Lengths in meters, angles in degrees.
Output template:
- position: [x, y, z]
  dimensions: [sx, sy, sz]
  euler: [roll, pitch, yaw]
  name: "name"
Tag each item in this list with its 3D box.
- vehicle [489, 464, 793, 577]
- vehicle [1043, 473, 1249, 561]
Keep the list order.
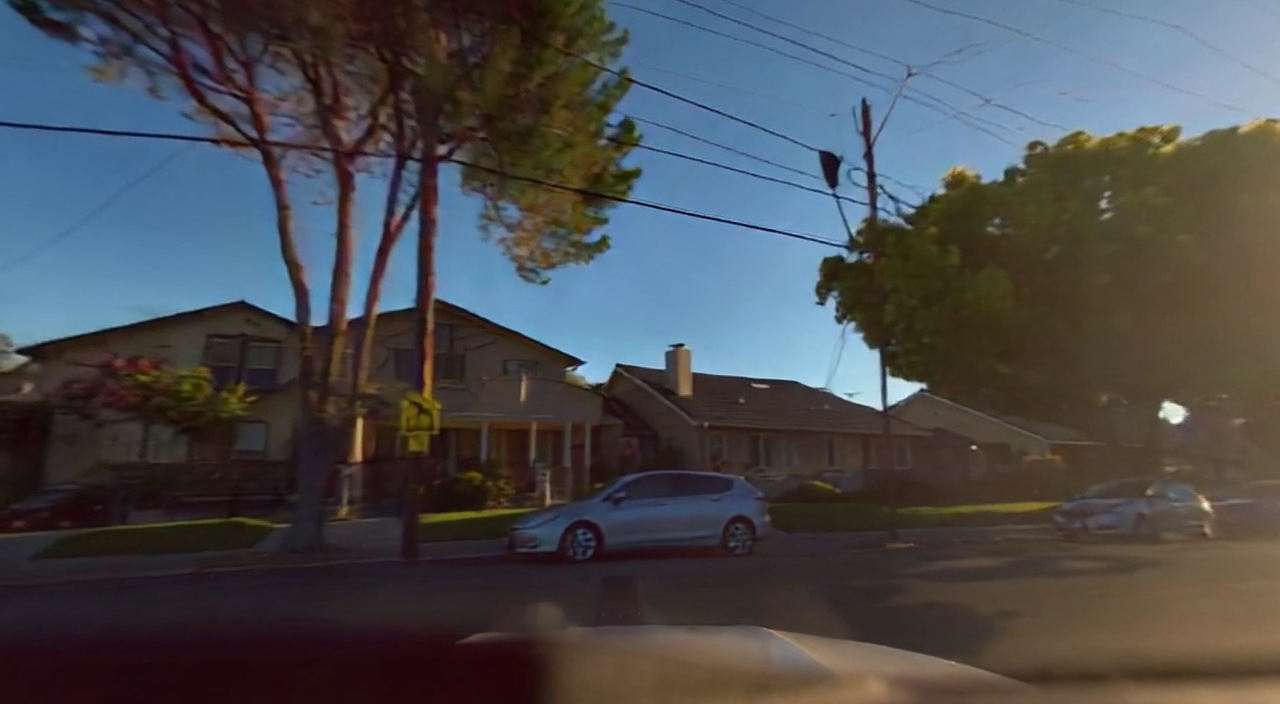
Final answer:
- position: [0.033, 2.568, 10.078]
  dimensions: [4.469, 1.391, 1.746]
  euler: [4, -13, -25]
  name: "vehicle"
- position: [12.205, 3.848, 15.242]
  dimensions: [4.442, 1.675, 1.909]
  euler: [4, -10, -24]
  name: "vehicle"
